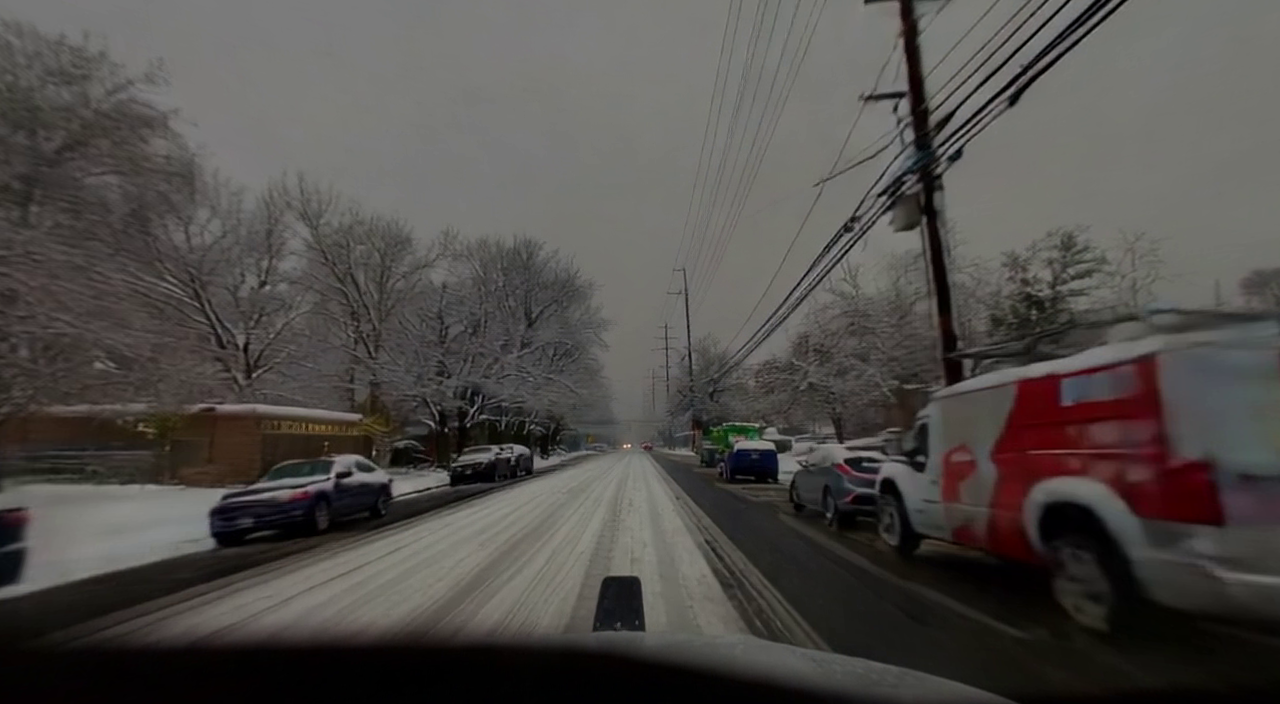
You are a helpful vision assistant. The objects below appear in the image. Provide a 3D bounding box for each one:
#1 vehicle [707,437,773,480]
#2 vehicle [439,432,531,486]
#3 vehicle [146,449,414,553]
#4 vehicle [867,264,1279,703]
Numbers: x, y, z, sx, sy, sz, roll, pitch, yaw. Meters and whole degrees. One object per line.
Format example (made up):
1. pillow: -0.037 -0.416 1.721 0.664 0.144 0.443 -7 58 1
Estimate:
1. vehicle: 3.878 4.195 25.031 1.848 1.550 4.054 0 -9 -1
2. vehicle: -6.037 4.249 25.315 2.322 1.913 5.582 0 -9 -1
3. vehicle: -6.078 2.528 11.518 2.048 1.438 4.728 -1 -9 1
4. vehicle: 4.136 1.066 5.392 2.396 2.164 5.381 0 -9 1
